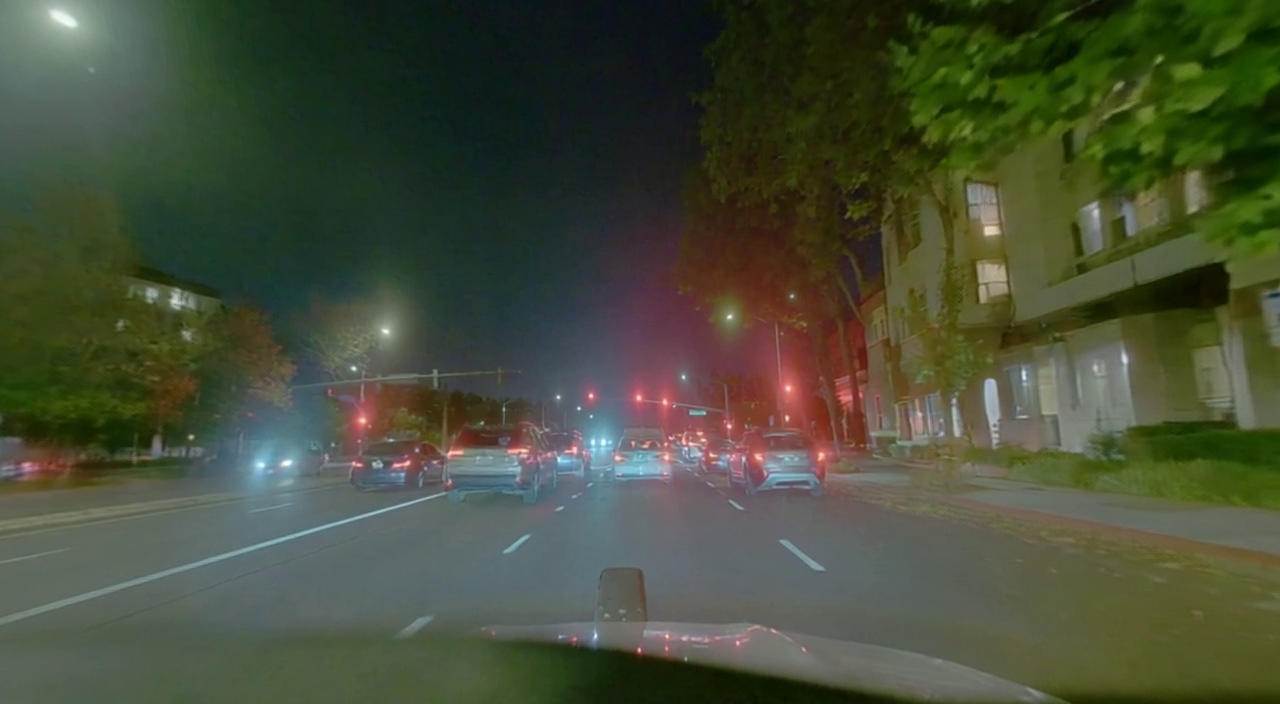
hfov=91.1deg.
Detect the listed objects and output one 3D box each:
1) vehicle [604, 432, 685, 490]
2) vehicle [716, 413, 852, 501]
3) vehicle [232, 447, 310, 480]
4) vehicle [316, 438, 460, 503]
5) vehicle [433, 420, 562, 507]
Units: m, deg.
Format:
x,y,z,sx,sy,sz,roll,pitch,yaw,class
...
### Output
x,y,z,sx,sy,sz,roll,pitch,yaw,class
0.091,3.027,17.757,2.021,1.461,3.862,0,-8,-1,vehicle
3.310,2.543,15.570,2.141,1.833,4.704,0,-8,-2,vehicle
-21.951,6.605,37.672,2.219,1.786,5.705,2,-8,-11,vehicle
-6.450,3.056,16.750,1.926,1.465,4.620,0,-8,0,vehicle
-3.099,2.531,14.651,1.912,1.703,4.261,0,-8,1,vehicle
